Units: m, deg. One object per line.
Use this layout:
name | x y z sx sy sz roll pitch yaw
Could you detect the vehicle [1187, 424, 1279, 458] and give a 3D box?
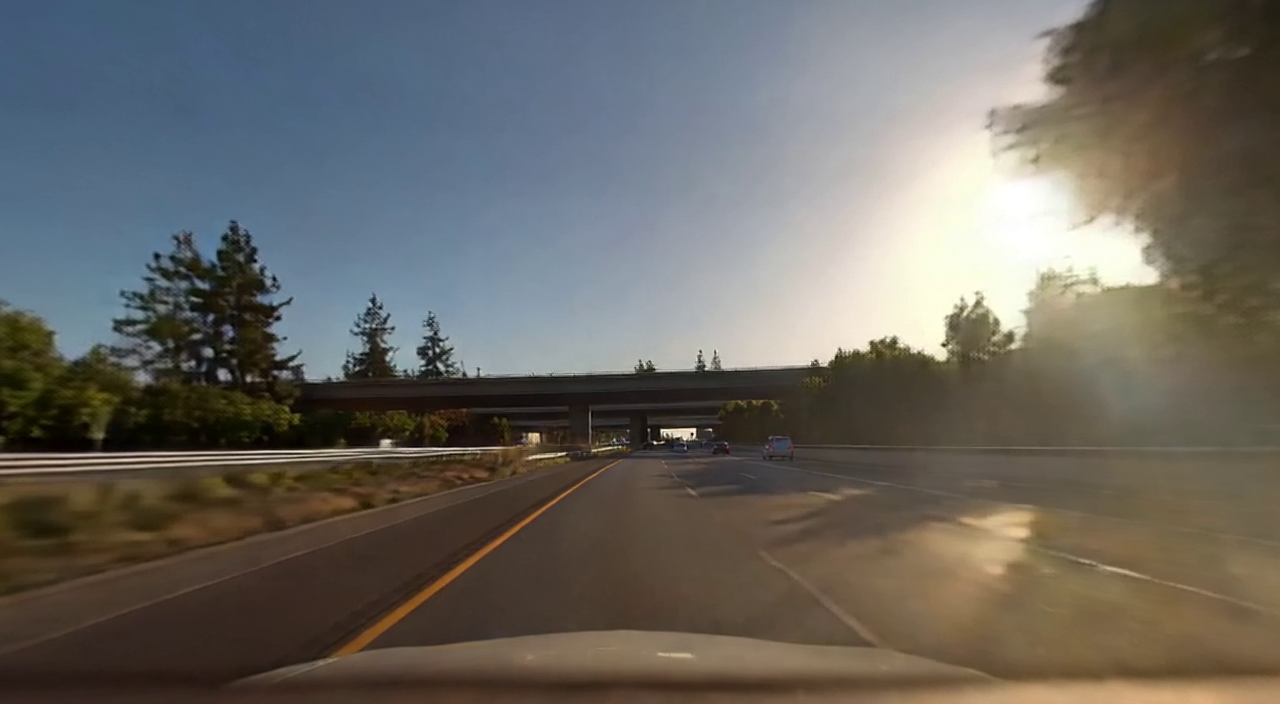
vehicle | 29.021 4.200 29.755 1.967 1.491 4.970 0 -9 -1
